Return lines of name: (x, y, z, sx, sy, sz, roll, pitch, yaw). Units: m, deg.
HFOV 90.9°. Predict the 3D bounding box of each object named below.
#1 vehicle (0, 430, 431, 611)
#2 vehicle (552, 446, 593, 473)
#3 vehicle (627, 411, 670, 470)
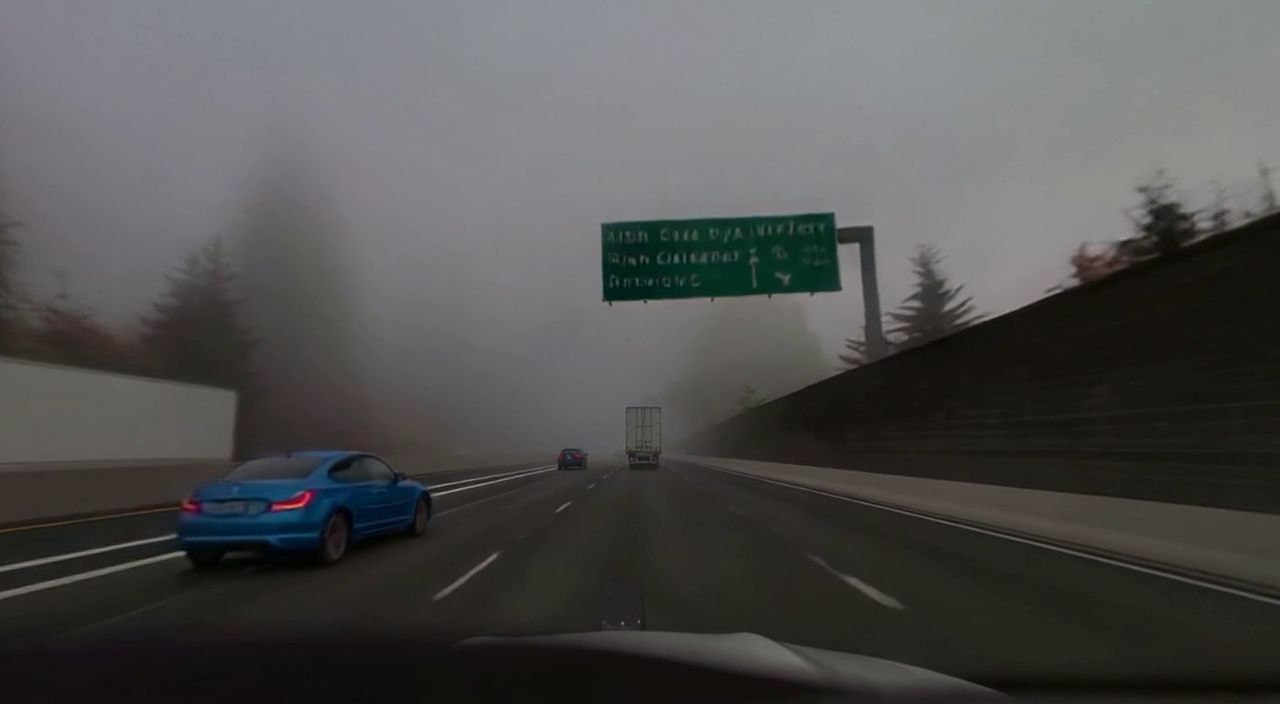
vehicle: (-4.323, 1.749, 7.618, 1.977, 1.478, 4.702, 0, -9, 0)
vehicle: (-4.023, 6.502, 38.277, 1.974, 1.531, 4.429, 0, -9, 0)
vehicle: (0.596, 6.811, 48.169, 2.980, 4.051, 10.359, 0, -9, 0)
